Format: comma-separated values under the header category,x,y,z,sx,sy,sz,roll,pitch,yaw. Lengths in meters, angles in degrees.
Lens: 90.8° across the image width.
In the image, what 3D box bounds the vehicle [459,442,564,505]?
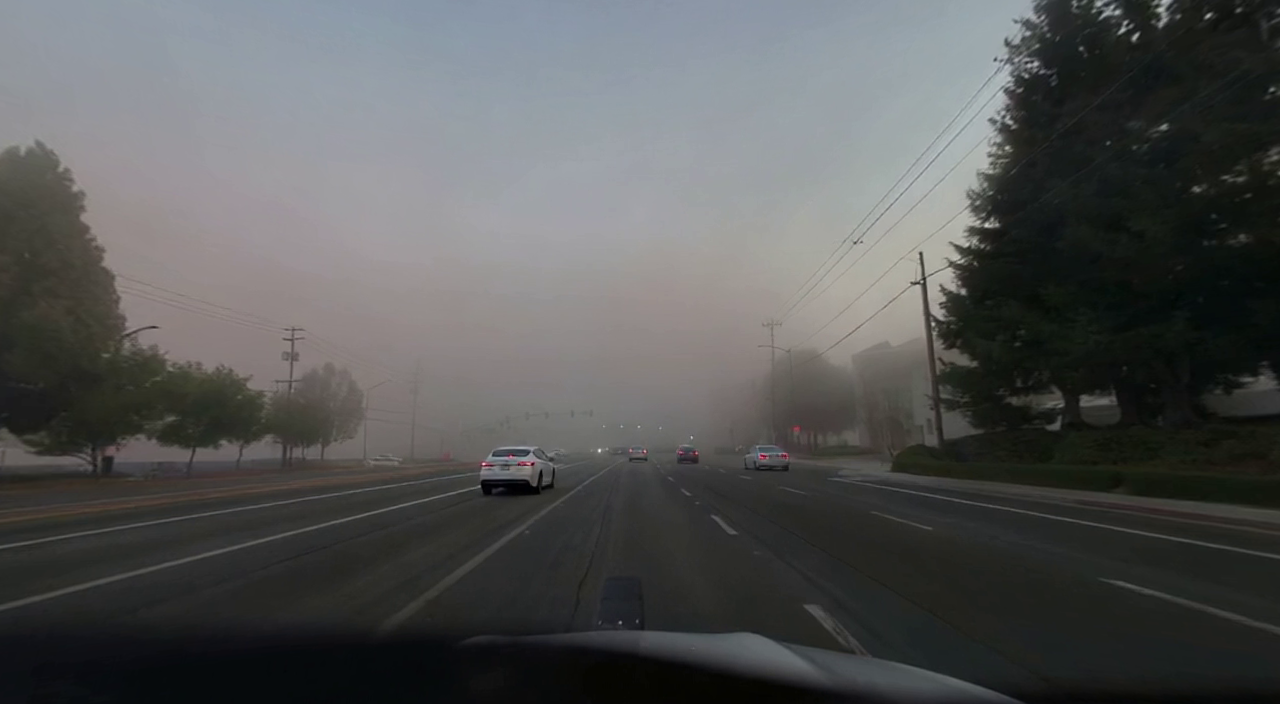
category,x,y,z,sx,sy,sz,roll,pitch,yaw
vehicle,-3.236,3.147,16.869,1.837,1.463,4.311,0,-8,1

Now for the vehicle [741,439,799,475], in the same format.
category,x,y,z,sx,sy,sz,roll,pitch,yaw
vehicle,6.590,5.360,32.465,1.945,1.706,4.190,0,-8,-1
